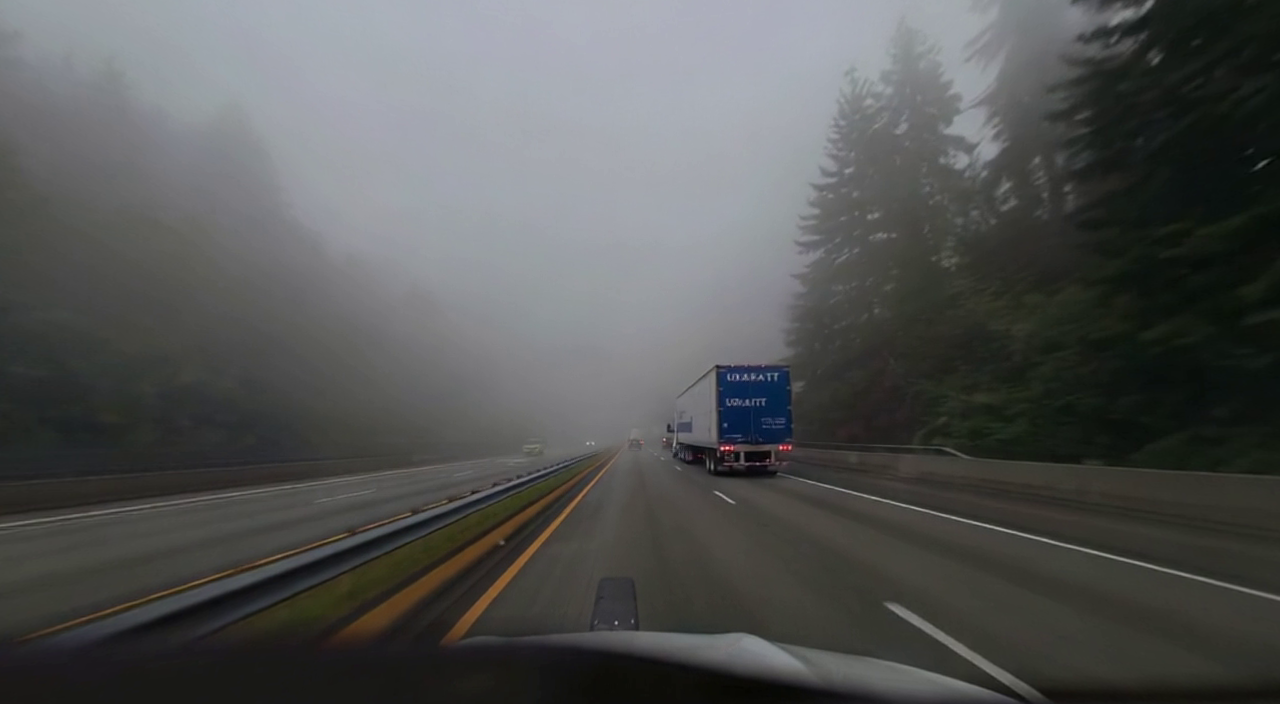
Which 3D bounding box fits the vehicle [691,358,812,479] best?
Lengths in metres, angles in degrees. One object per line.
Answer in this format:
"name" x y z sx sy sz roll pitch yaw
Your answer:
"vehicle" 3.913 2.694 24.432 3.006 3.850 8.310 -1 -8 -1
